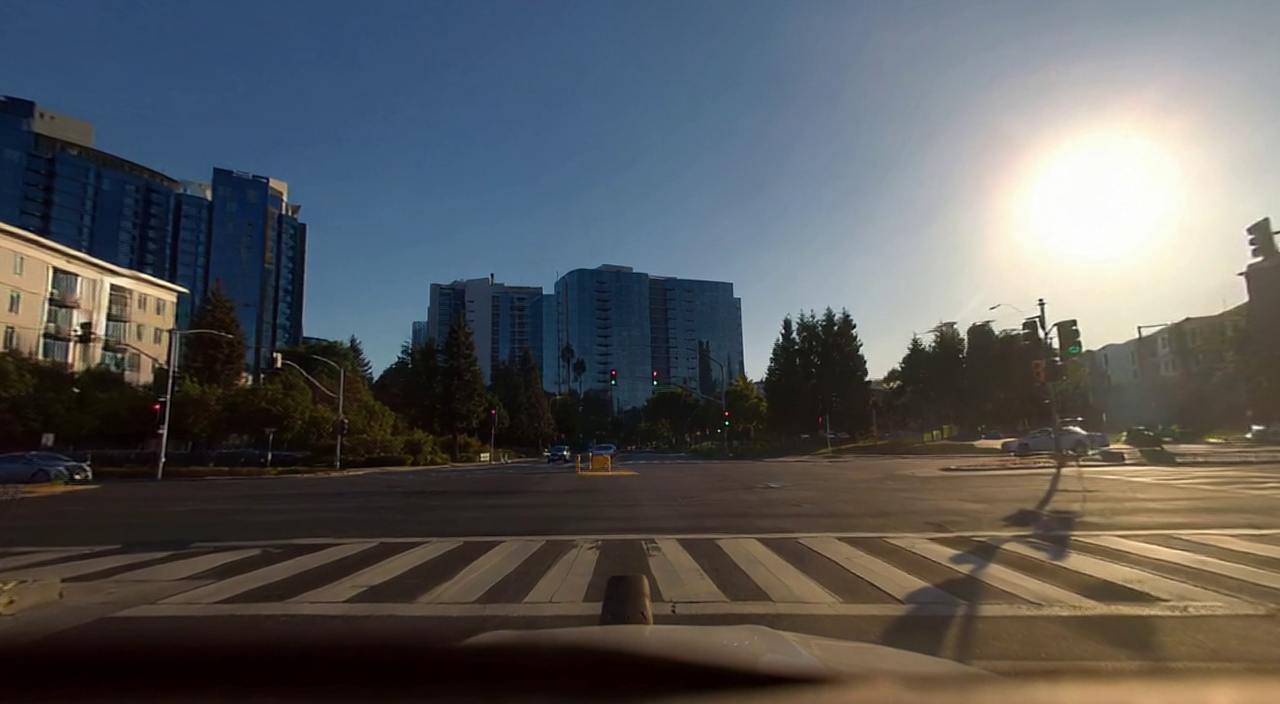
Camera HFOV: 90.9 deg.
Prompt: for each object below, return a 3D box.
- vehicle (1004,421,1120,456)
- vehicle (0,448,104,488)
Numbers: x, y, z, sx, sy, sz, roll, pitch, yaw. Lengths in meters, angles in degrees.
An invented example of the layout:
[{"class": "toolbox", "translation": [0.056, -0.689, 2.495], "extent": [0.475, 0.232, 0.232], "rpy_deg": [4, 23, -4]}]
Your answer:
[{"class": "vehicle", "translation": [21.516, 4.433, 32.261], "extent": [4.483, 1.691, 1.949], "rpy_deg": [0, -8, 1]}, {"class": "vehicle", "translation": [-25.227, 4.766, 26.085], "extent": [4.332, 1.573, 1.900], "rpy_deg": [0, -8, 3]}]
